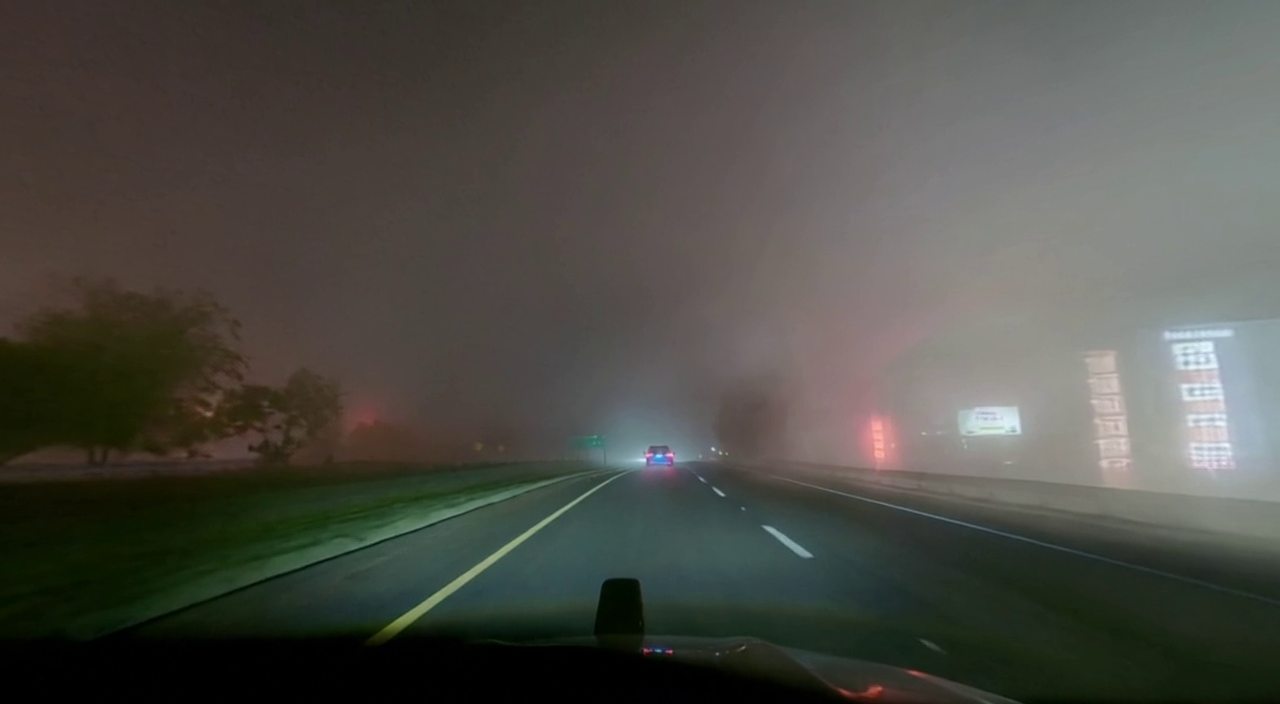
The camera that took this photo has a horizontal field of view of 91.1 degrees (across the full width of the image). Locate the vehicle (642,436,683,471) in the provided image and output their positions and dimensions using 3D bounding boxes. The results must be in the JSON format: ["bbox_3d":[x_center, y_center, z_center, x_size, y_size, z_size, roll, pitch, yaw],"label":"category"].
[{"bbox_3d":[1.556,6.758,42.085,2.546,2.126,5.153,-1,-8,3],"label":"vehicle"}]
